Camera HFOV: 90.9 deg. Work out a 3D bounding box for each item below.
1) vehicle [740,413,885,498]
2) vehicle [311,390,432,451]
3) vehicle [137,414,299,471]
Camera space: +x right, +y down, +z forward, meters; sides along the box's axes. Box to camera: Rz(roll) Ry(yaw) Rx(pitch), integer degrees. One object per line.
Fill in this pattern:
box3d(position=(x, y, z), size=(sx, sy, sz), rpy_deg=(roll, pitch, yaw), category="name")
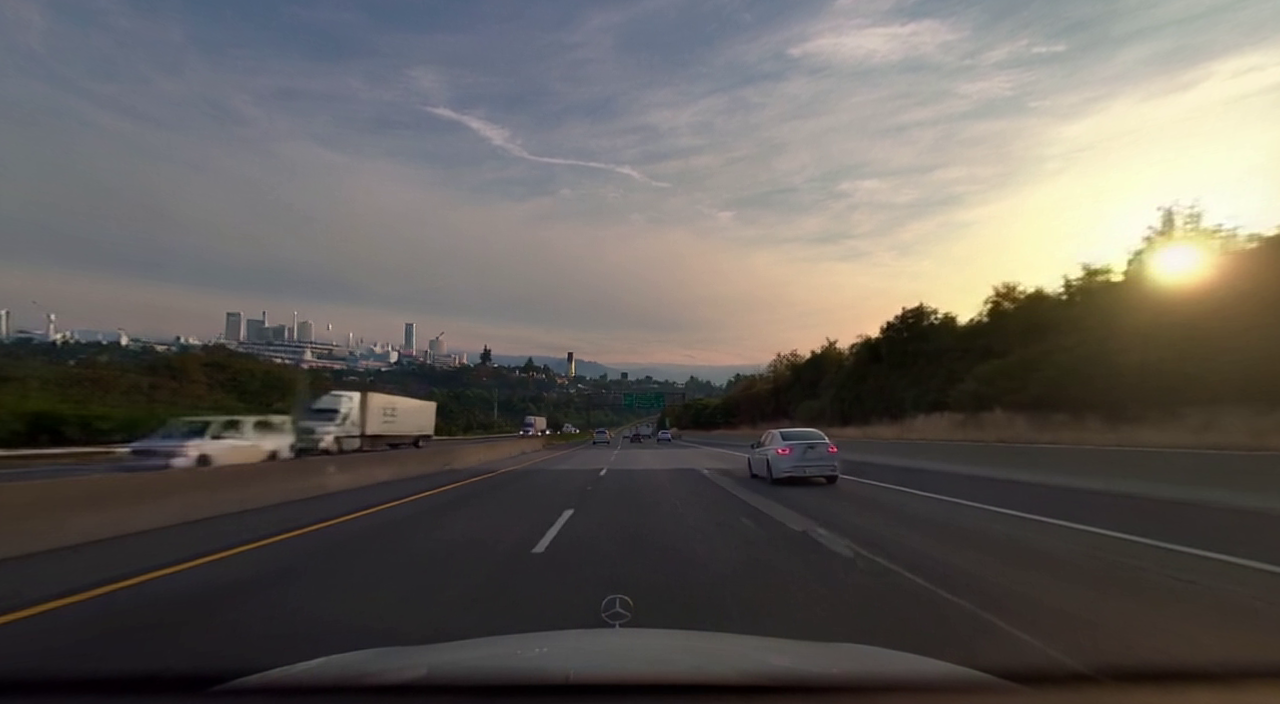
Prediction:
box3d(position=(3.698, 2.310, 14.437), size=(2.022, 1.637, 4.229), rpy_deg=(0, -8, -2), category="vehicle")
box3d(position=(-19.325, 5.307, 47.068), size=(2.981, 3.857, 14.529), rpy_deg=(0, -8, -1), category="vehicle")
box3d(position=(-12.396, 2.700, 18.928), size=(2.014, 1.527, 4.172), rpy_deg=(0, -8, -1), category="vehicle")
